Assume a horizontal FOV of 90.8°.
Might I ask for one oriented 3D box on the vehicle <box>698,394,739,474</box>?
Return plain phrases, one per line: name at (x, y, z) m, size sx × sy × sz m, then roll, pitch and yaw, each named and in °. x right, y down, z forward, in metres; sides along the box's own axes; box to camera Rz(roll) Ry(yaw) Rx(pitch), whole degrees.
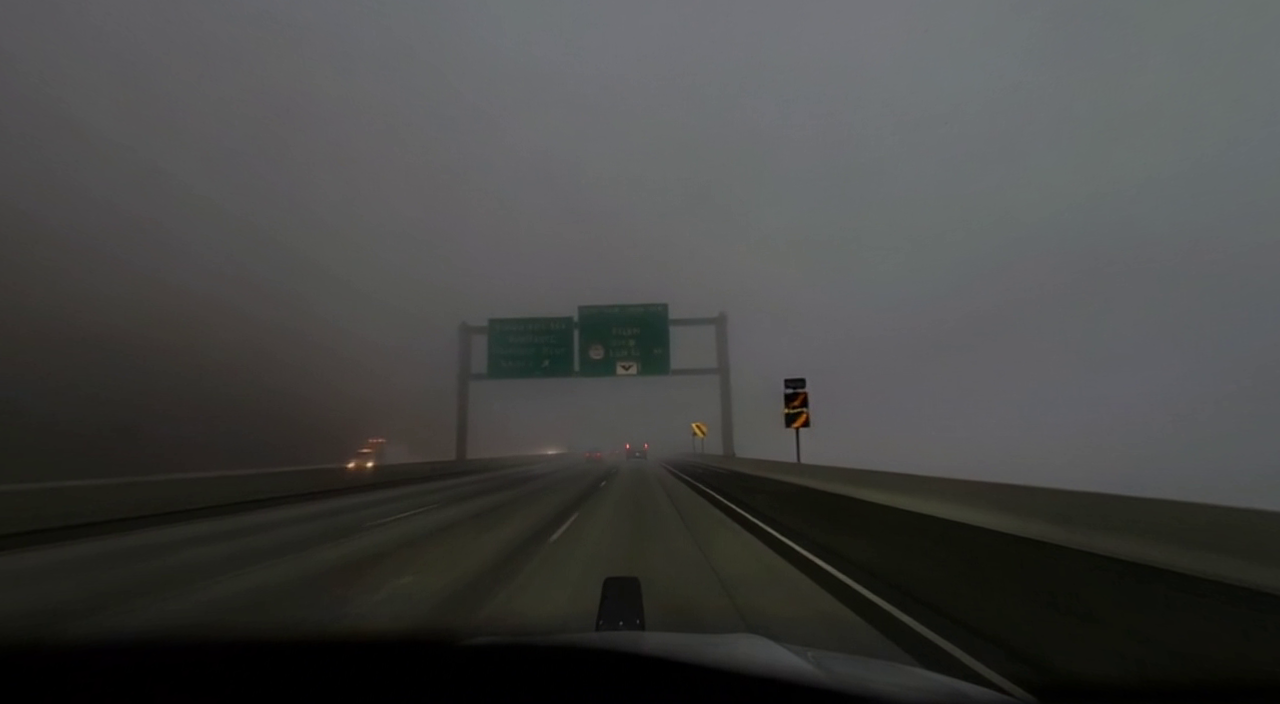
vehicle at (4.143, 4.410, 33.745) m, size 1.697 × 3.935 × 4.195 m, roll -2°, pitch -9°, yaw 3°
